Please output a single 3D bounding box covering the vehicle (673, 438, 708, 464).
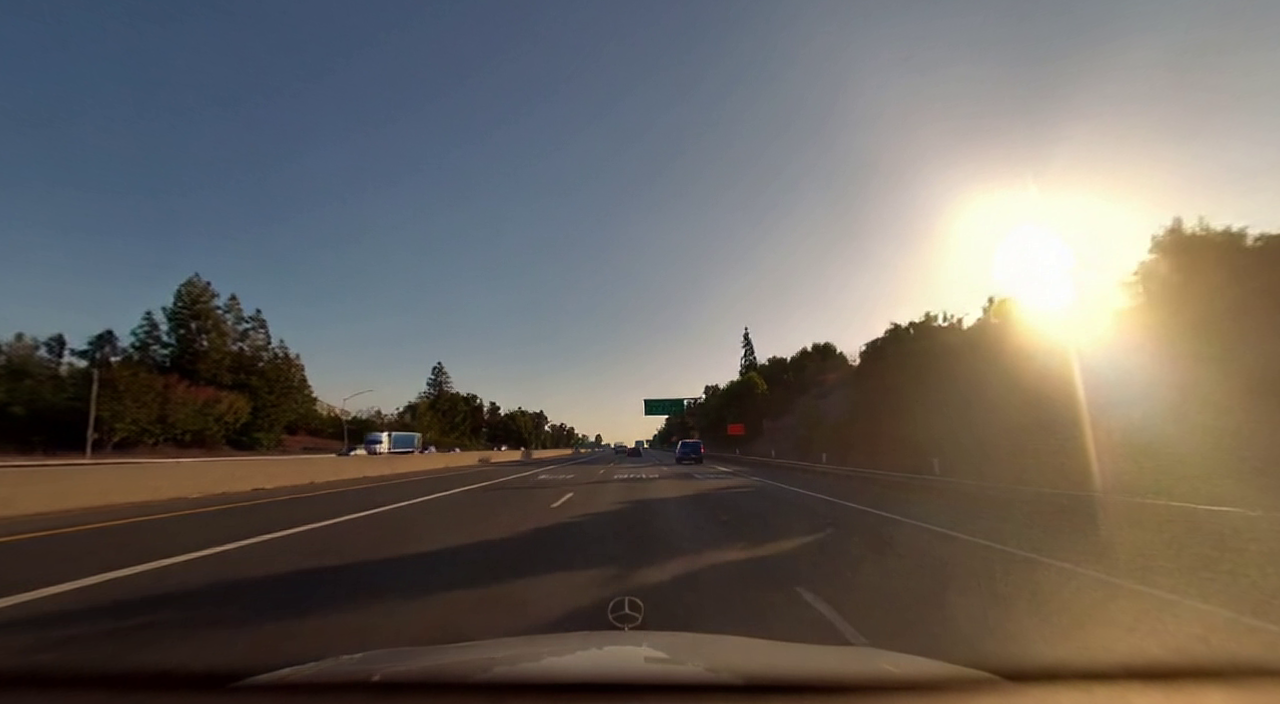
[{"bbox_3d":[3.878,7.679,49.055,2.172,1.930,4.879,0,-8,-2],"label":"vehicle"}]
